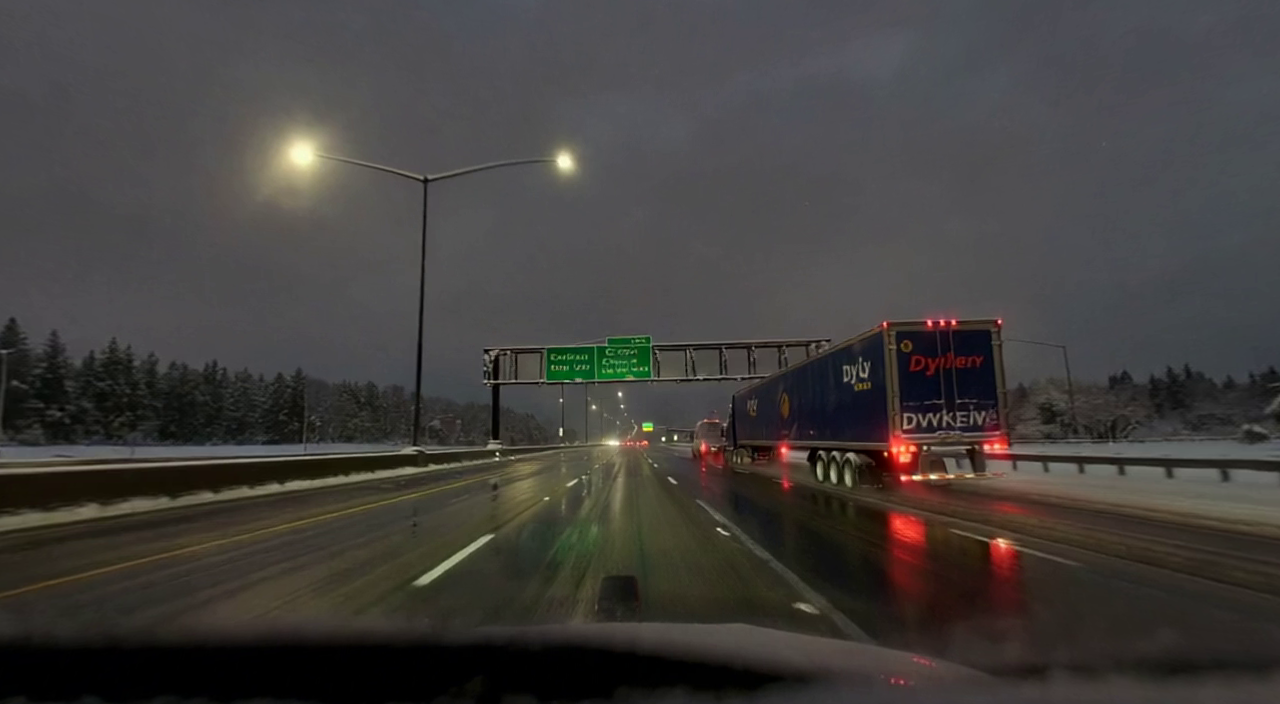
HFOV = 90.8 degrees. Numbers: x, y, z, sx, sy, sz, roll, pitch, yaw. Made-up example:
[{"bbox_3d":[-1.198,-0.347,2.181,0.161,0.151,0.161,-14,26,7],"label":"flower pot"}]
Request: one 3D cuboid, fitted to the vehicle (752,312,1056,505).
[{"bbox_3d":[6.778,2.296,20.990,2.962,3.947,16.241,0,-8,-1],"label":"vehicle"}]
